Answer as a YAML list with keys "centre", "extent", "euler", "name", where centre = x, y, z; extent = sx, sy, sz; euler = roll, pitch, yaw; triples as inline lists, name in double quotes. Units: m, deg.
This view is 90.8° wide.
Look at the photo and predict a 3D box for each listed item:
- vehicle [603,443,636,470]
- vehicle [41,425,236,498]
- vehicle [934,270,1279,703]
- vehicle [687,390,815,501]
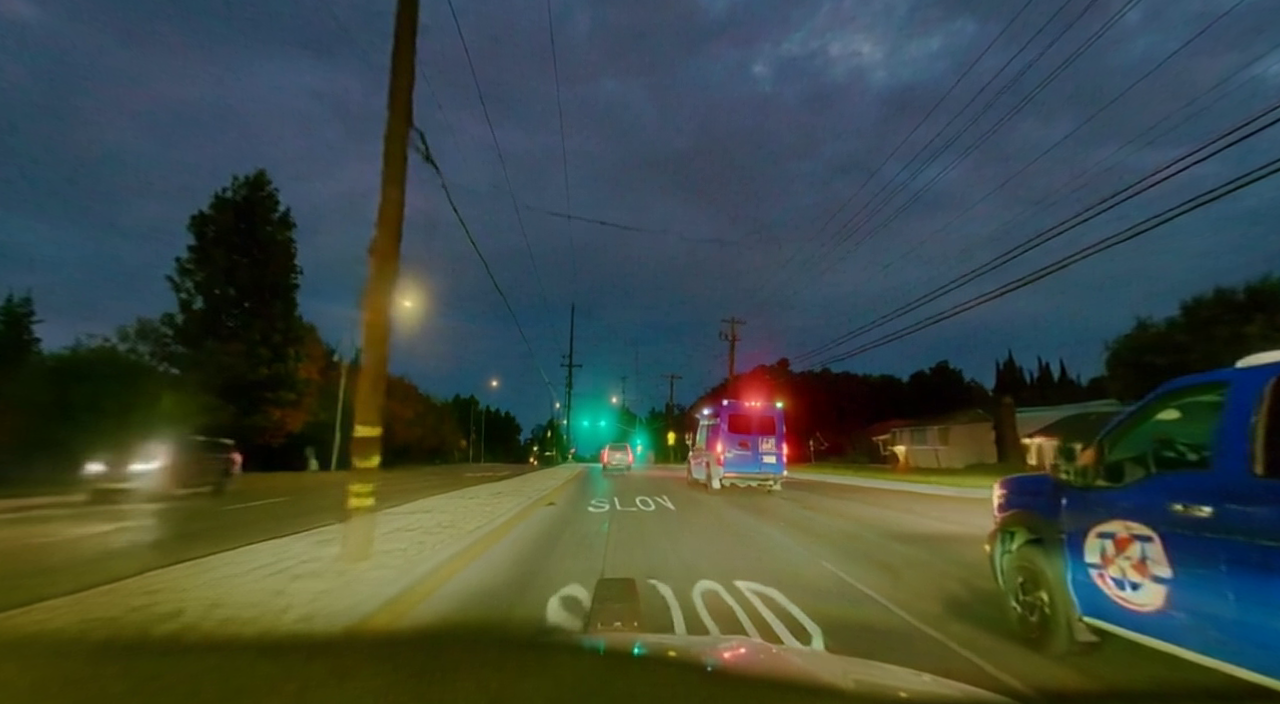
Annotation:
- centre: [-1.444, 6.999, 42.735]
  extent: [2.114, 1.707, 3.725]
  euler: [0, -8, -4]
  name: "vehicle"
- centre: [-13.276, 2.903, 17.137]
  extent: [1.909, 1.705, 4.126]
  euler: [0, -8, -1]
  name: "vehicle"
- centre: [3.419, 0.667, 2.316]
  extent: [2.194, 1.922, 4.822]
  euler: [0, -8, -2]
  name: "vehicle"
- centre: [2.946, 2.689, 18.420]
  extent: [2.406, 2.687, 5.521]
  euler: [0, -8, -3]
  name: "vehicle"
